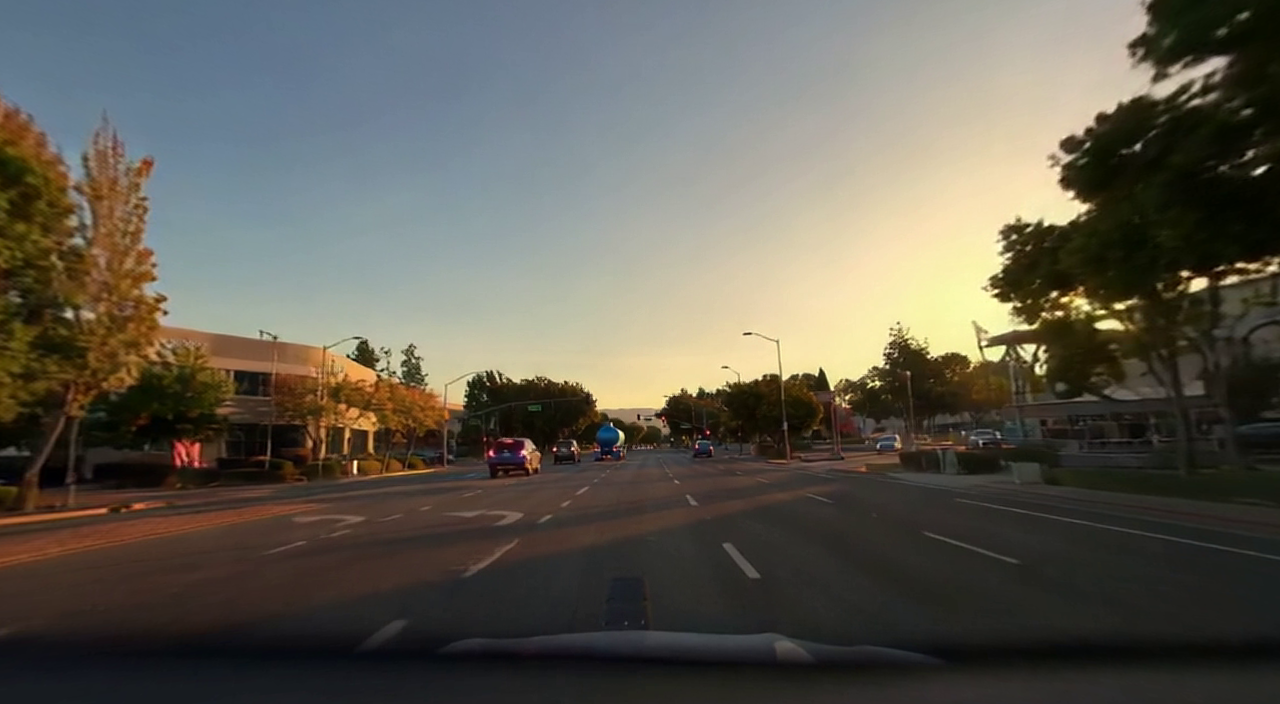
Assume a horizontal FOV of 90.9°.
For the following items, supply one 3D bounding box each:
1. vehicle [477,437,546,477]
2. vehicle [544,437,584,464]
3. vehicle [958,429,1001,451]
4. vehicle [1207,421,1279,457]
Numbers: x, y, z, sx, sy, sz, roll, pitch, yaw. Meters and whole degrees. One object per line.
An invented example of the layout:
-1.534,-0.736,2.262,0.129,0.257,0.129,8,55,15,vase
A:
-6.001,4.969,30.010,2.179,1.750,4.621,0,-9,2,vehicle
-5.901,7.805,49.837,2.375,1.989,5.497,0,-9,1,vehicle
23.854,6.213,44.214,1.924,1.467,4.572,-7,-11,36,vehicle
26.938,3.699,26.785,1.796,1.453,4.296,-1,-9,3,vehicle
